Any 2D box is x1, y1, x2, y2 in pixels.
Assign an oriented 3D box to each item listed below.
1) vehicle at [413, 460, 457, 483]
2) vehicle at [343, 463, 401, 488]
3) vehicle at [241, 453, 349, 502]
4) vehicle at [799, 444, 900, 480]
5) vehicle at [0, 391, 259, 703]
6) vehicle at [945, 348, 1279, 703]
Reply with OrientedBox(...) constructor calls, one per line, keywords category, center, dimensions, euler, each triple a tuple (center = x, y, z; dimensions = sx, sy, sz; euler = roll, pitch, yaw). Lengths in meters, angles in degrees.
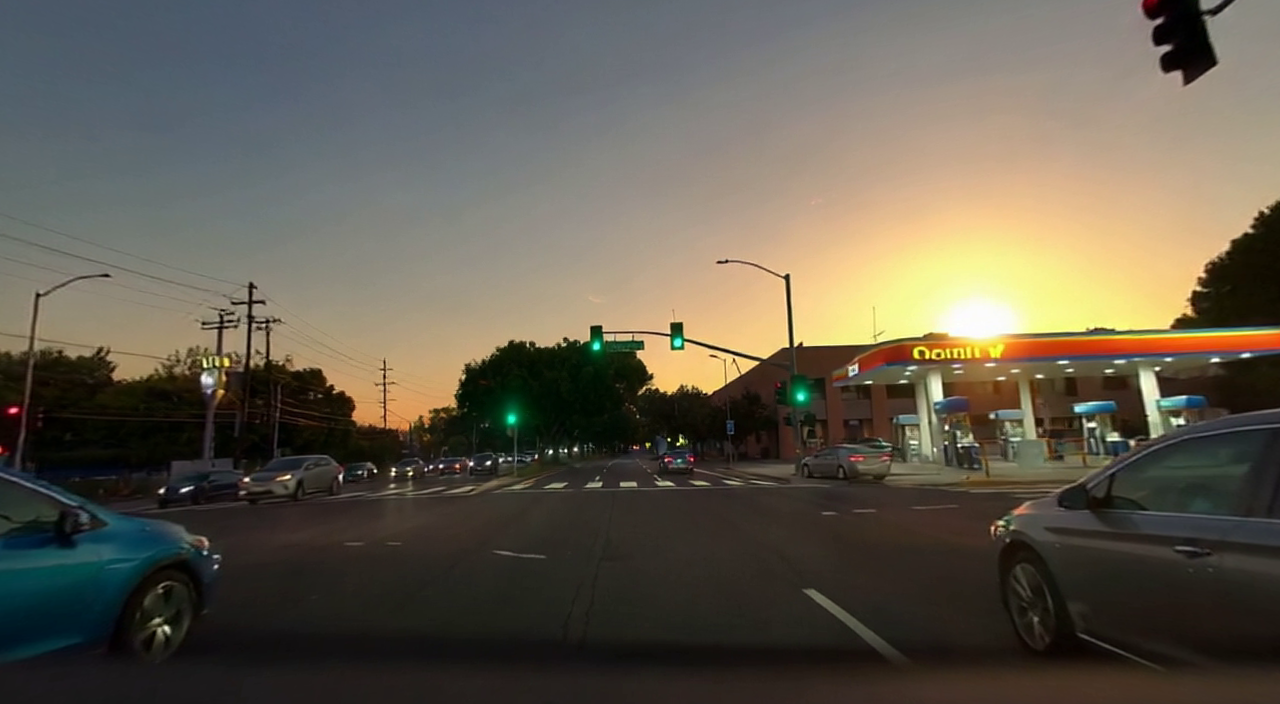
OrientedBox(category="vehicle", center=(-15.265, 8.884, 47.250), dimensions=(1.751, 1.484, 4.561), euler=(0, -9, -1))
OrientedBox(category="vehicle", center=(-18.605, 8.590, 44.097), dimensions=(2.083, 1.466, 4.565), euler=(0, -9, -1))
OrientedBox(category="vehicle", center=(-14.992, 5.432, 27.841), dimensions=(2.087, 1.902, 4.848), euler=(0, -9, -1))
OrientedBox(category="vehicle", center=(10.760, 5.643, 32.701), dimensions=(2.066, 1.699, 4.419), euler=(7, -11, -41))
OrientedBox(category="vehicle", center=(-3.691, 0.955, 2.472), dimensions=(1.935, 1.617, 4.045), euler=(0, -9, -2))
OrientedBox(category="vehicle", center=(3.333, 0.829, 2.334), dimensions=(2.085, 1.655, 4.459), euler=(0, -9, -1))
